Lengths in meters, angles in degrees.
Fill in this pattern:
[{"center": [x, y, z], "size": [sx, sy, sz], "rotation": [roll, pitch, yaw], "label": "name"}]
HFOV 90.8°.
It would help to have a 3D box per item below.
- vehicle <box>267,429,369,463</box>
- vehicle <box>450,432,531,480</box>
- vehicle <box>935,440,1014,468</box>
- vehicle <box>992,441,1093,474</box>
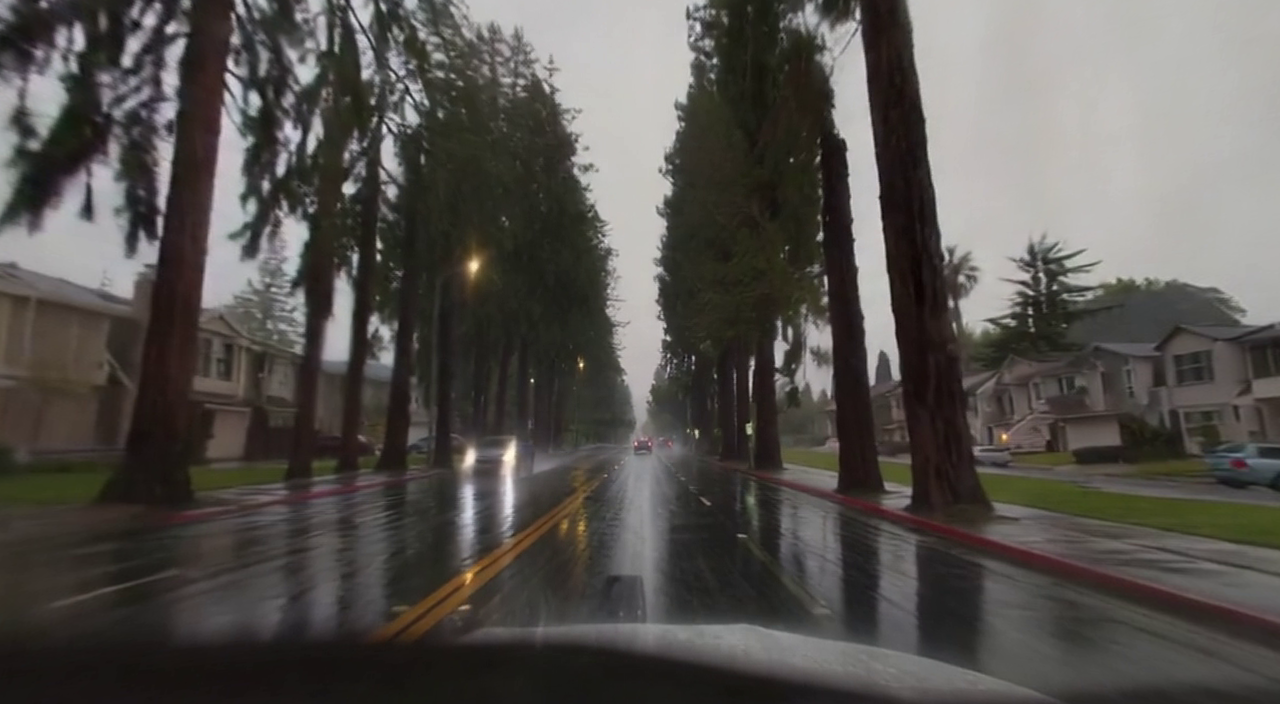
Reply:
[{"center": [-16.191, 4.757, 31.930], "size": [4.045, 1.622, 1.983], "rotation": [-1, -8, 4], "label": "vehicle"}, {"center": [-6.120, 4.318, 26.502], "size": [2.108, 1.793, 4.864], "rotation": [0, -8, 1], "label": "vehicle"}, {"center": [18.918, 5.762, 35.971], "size": [1.946, 1.459, 4.489], "rotation": [0, -8, -1], "label": "vehicle"}, {"center": [19.040, 4.994, 30.169], "size": [1.773, 1.463, 4.486], "rotation": [0, -8, -1], "label": "vehicle"}]
